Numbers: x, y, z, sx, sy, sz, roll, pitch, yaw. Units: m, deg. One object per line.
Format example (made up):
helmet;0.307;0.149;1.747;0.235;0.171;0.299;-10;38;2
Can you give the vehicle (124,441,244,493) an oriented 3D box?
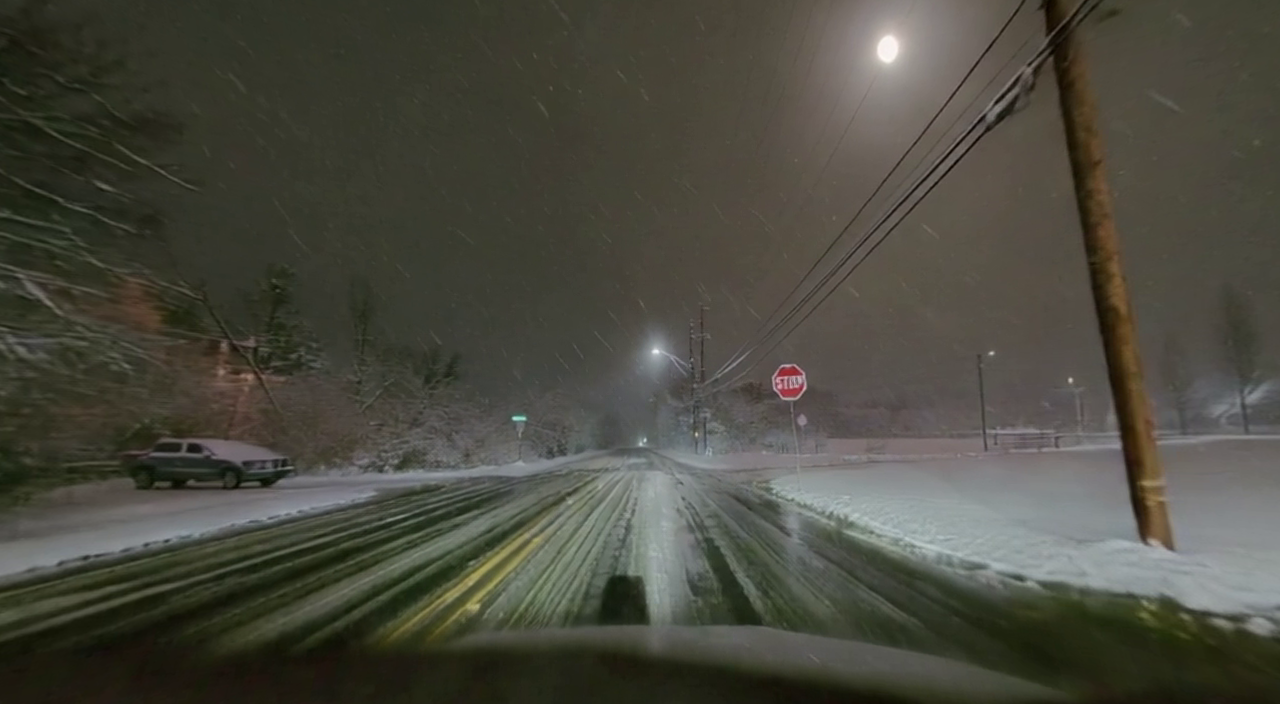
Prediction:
vehicle;-17.882;4.527;24.995;1.849;1.831;3.980;-2;-10;-2

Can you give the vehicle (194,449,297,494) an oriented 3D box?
vehicle;-14.730;4.440;23.777;1.739;1.539;3.548;0;-8;-4
